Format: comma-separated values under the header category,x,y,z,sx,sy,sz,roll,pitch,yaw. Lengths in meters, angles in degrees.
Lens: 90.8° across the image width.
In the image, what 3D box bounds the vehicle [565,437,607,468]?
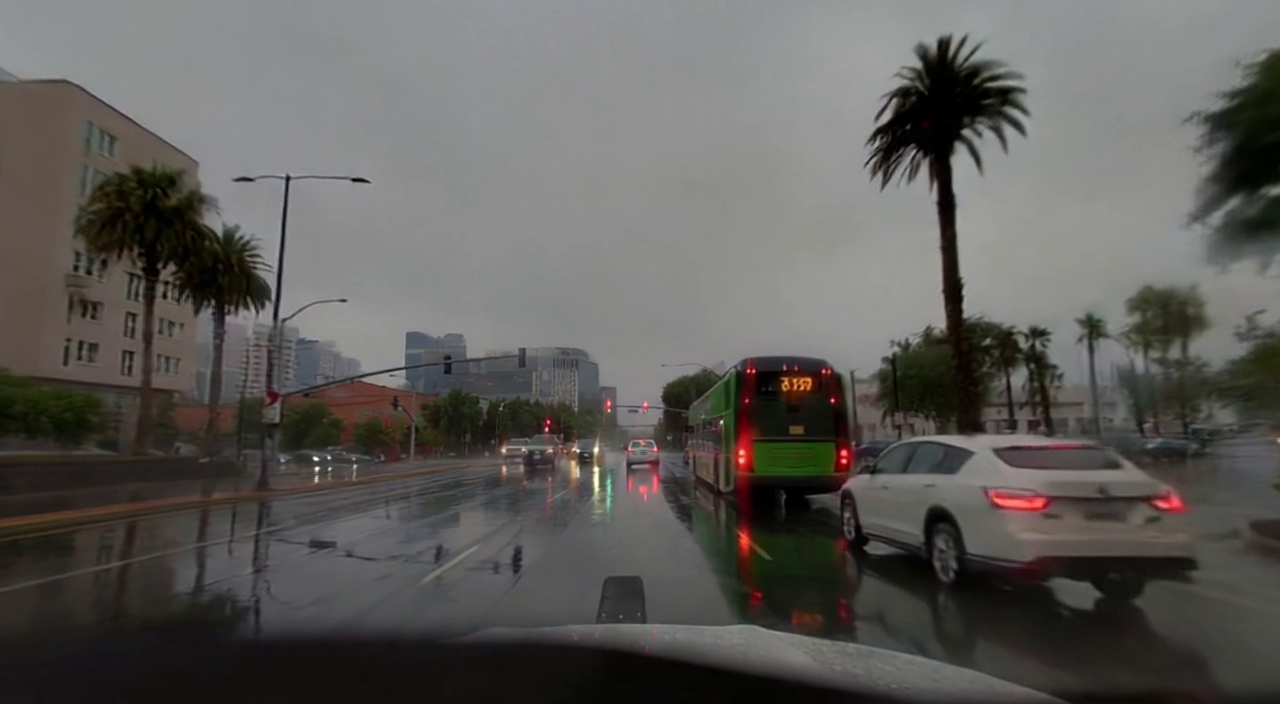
category,x,y,z,sx,sy,sz,roll,pitch,yaw
vehicle,-3.141,5.976,37.671,2.020,1.721,4.366,0,-9,2

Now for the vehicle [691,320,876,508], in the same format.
category,x,y,z,sx,sy,sz,roll,pitch,yaw
vehicle,3.581,2.312,20.320,2.970,4.015,13.606,0,-9,1

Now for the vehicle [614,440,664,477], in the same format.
category,x,y,z,sx,sy,sz,roll,pitch,yaw
vehicle,-0.002,4.635,27.750,2.060,1.499,3.831,0,-9,1

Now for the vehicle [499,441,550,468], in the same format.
category,x,y,z,sx,sy,sz,roll,pitch,yaw
vehicle,-6.754,6.062,37.525,1.927,1.480,4.832,0,-9,2

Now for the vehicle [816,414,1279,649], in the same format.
category,x,y,z,sx,sy,sz,roll,pitch,yaw
vehicle,3.610,1.561,6.743,1.965,1.519,5.078,0,-9,-1
